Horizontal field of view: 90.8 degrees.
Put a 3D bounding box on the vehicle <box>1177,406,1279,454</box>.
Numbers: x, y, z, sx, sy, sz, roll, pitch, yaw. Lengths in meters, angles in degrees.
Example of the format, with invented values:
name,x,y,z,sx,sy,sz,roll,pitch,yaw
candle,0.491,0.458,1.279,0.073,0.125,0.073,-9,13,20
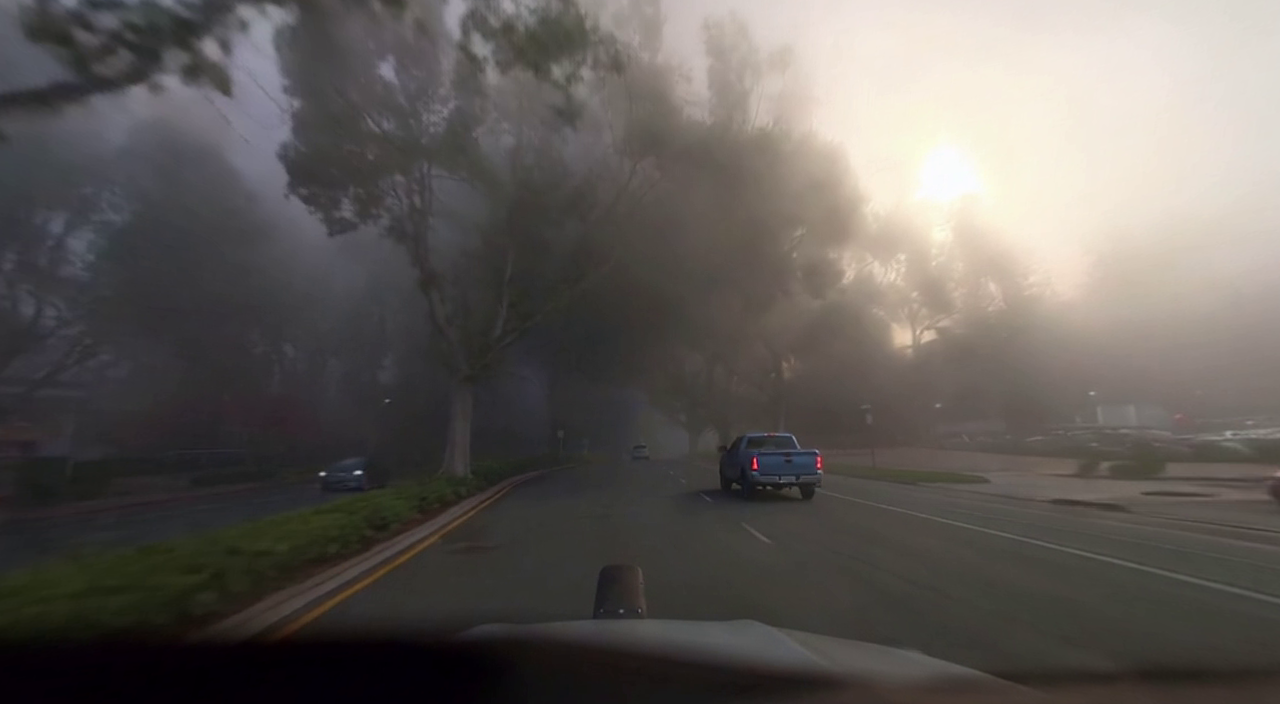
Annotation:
name,x,y,z,sx,sy,sz,roll,pitch,yaw
vehicle,41.516,5.342,42.965,6.771,3.099,3.225,0,-9,0

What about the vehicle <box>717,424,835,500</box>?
name,x,y,z,sx,sy,sz,roll,pitch,yaw
vehicle,3.667,3.092,18.201,2.138,1.836,5.245,0,-8,-1

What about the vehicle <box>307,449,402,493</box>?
name,x,y,z,sx,sy,sz,roll,pitch,yaw
vehicle,-12.865,5.335,28.860,2.126,1.800,4.925,0,-8,-2
